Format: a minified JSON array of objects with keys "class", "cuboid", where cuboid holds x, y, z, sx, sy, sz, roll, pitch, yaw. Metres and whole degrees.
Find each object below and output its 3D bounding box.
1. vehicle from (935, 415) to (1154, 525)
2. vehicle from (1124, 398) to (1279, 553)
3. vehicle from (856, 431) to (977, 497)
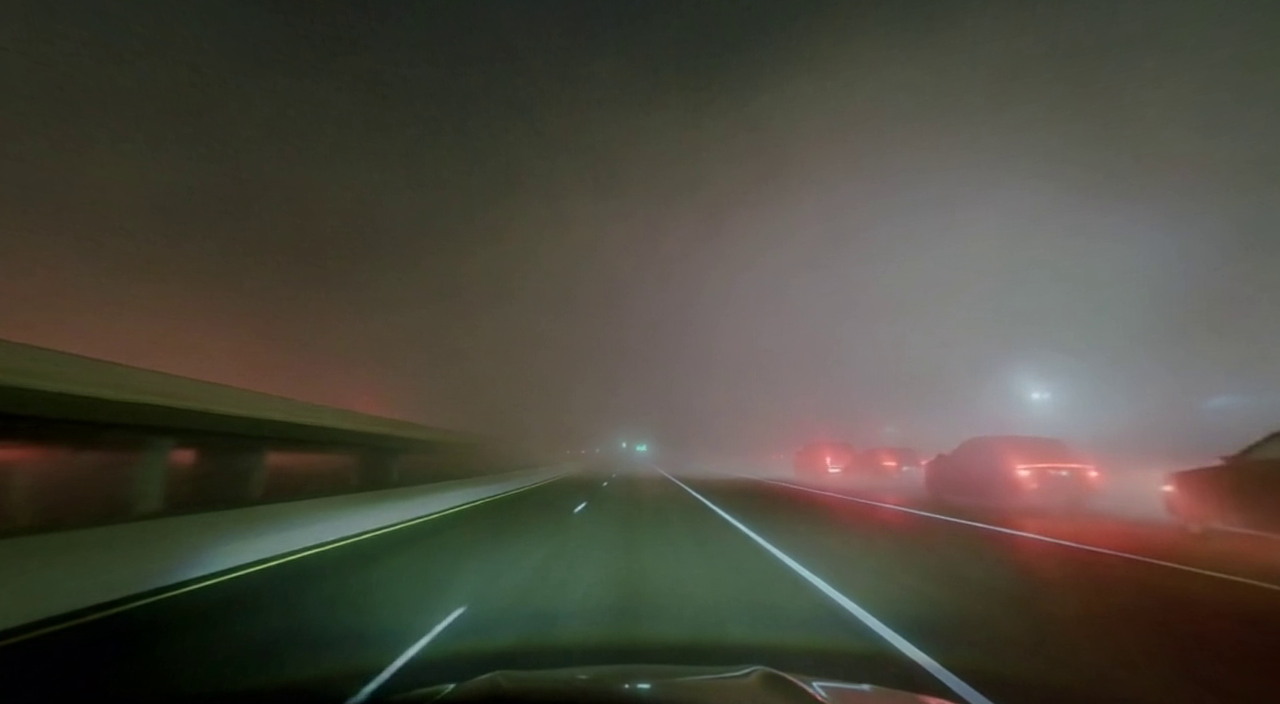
[{"class":"vehicle","cuboid":[16.114,4.773,26.411,2.704,3.716,9.364,0,-9,-1]},{"class":"vehicle","cuboid":[16.336,2.902,14.766,2.791,3.573,9.032,0,-9,1]},{"class":"vehicle","cuboid":[16.082,6.559,37.649,2.887,3.412,9.164,0,-9,-1]}]
